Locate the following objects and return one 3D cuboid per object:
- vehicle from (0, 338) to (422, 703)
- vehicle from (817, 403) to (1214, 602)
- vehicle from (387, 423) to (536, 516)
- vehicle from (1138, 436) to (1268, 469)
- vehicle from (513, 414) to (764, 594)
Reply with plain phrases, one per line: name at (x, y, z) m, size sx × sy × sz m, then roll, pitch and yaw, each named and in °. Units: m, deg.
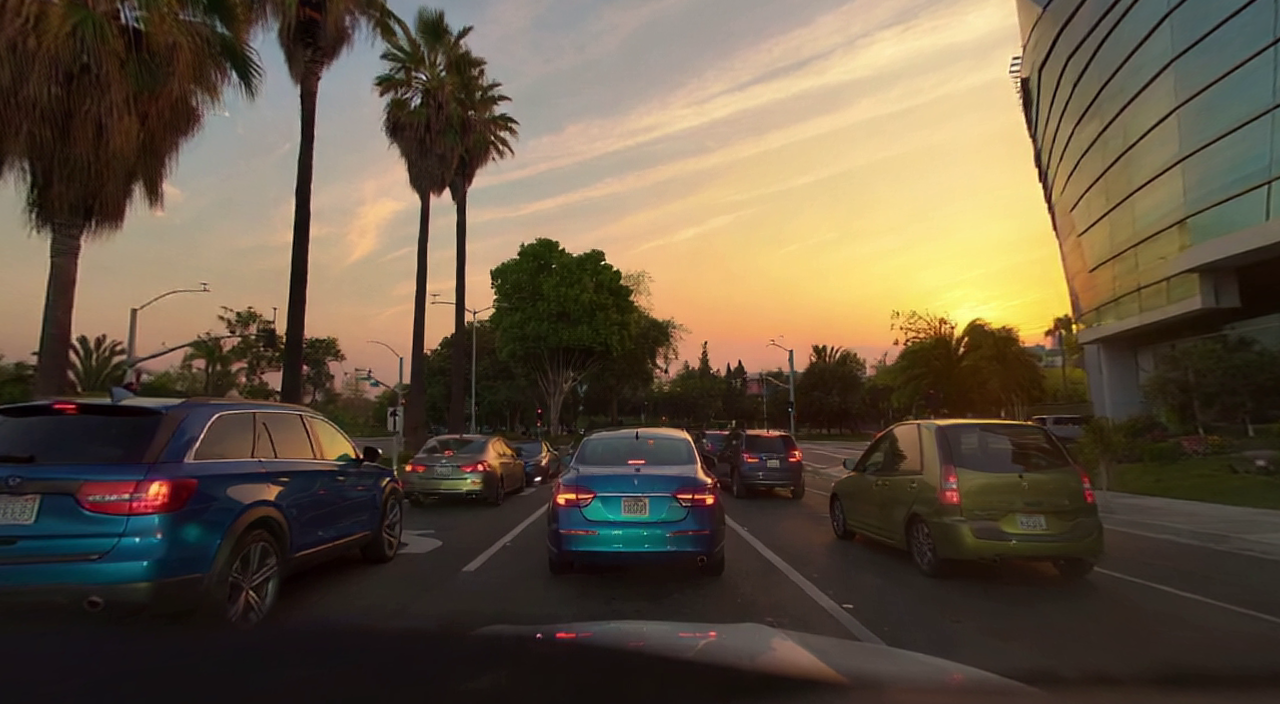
vehicle at (-3.537, 1.133, 5.074) m, size 2.014 × 1.775 × 4.404 m, roll 0°, pitch -8°, yaw -1°
vehicle at (3.842, 1.615, 7.675) m, size 2.064 × 1.696 × 4.431 m, roll 0°, pitch -8°, yaw 0°
vehicle at (-3.467, 2.352, 13.073) m, size 1.917 × 1.631 × 3.768 m, roll 0°, pitch -8°, yaw 1°
vehicle at (25.465, 4.541, 28.634) m, size 4.014 × 1.417 × 1.777 m, roll -1°, pitch -8°, yaw 5°
vehicle at (-0.053, 1.674, 7.835) m, size 2.219 × 1.586 × 4.321 m, roll 0°, pitch -8°, yaw -1°
